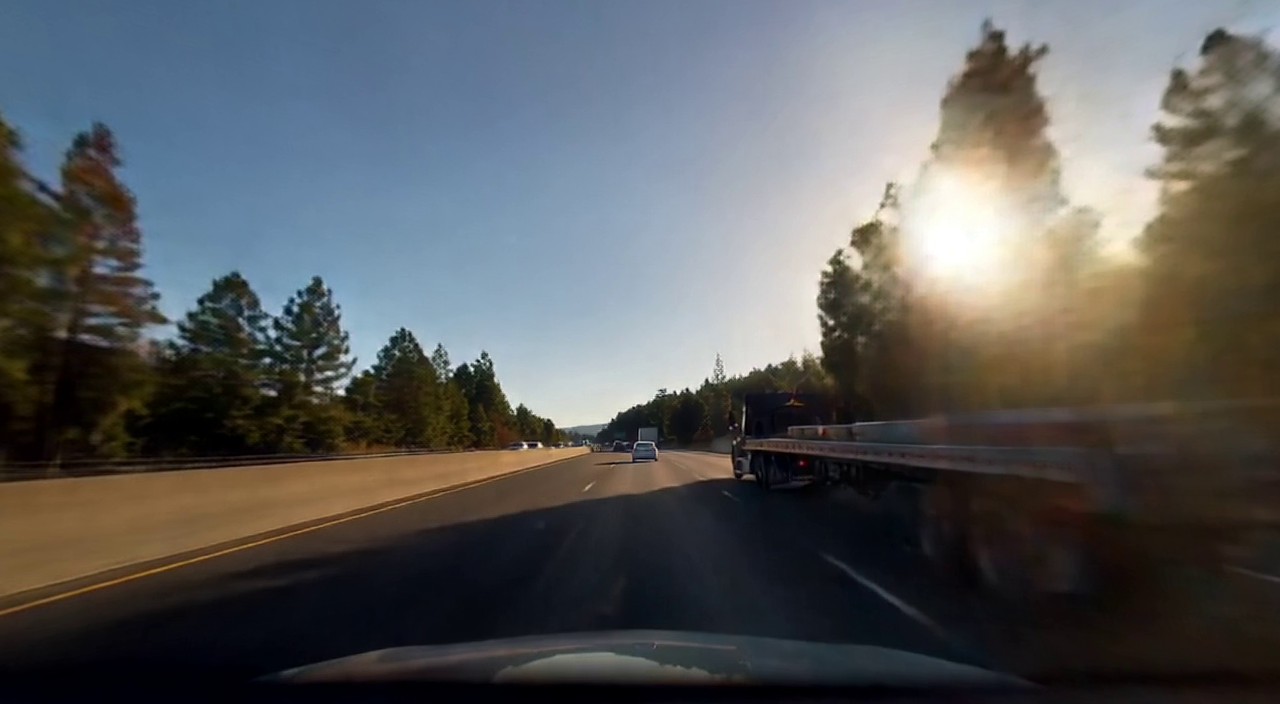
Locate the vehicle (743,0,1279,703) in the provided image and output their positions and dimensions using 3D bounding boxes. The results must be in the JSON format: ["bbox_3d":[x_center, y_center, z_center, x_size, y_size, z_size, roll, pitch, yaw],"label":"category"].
[{"bbox_3d":[4.141,0.517,8.856,3.005,4.131,14.221,0,-8,0],"label":"vehicle"}]

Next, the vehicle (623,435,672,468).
[{"bbox_3d":[0.438,5.084,32.379,2.139,1.607,4.034,-1,-8,6],"label":"vehicle"}]
